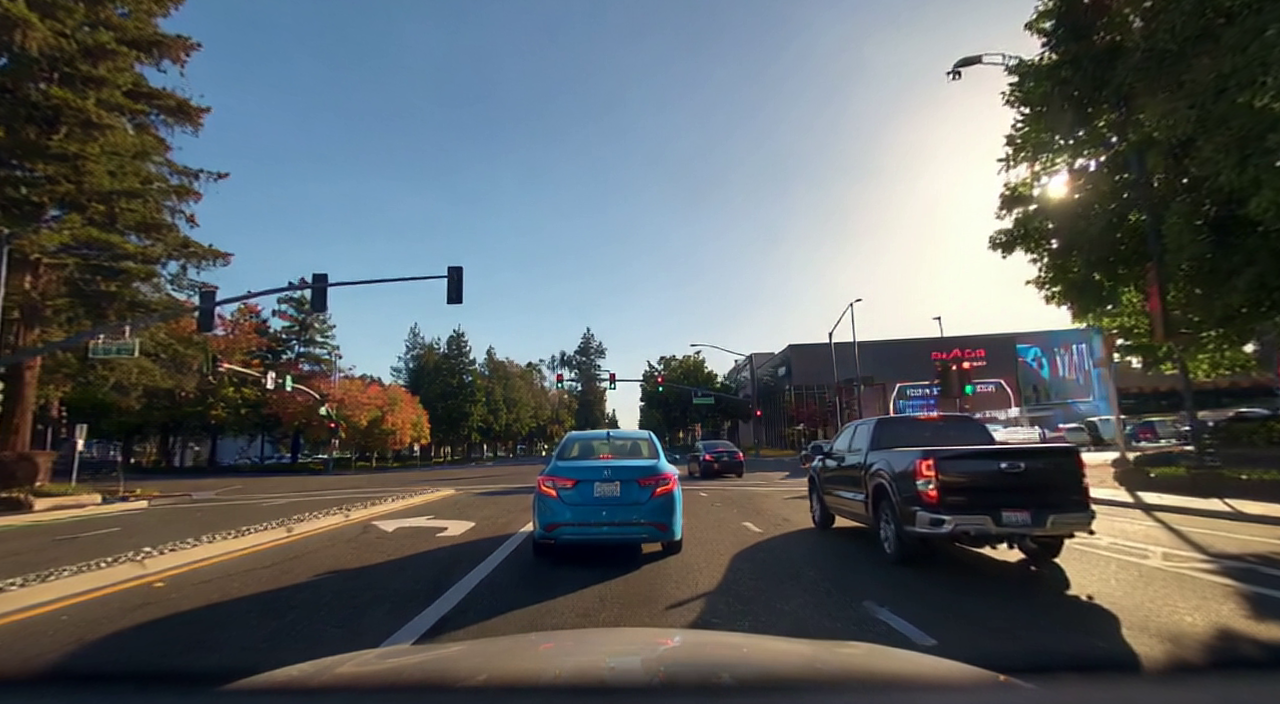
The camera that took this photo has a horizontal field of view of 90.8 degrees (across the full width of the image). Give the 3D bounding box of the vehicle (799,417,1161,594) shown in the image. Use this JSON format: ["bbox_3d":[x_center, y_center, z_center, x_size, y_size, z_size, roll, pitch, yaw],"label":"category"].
[{"bbox_3d":[3.618,1.707,7.973,1.955,1.550,4.587,0,-8,-1],"label":"vehicle"}]

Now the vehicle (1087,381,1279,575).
[{"bbox_3d":[7.546,1.223,6.063,2.240,1.923,5.678,0,-8,-1],"label":"vehicle"}]

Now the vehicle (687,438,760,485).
[{"bbox_3d":[3.116,4.174,24.432,2.031,1.626,4.264,0,-8,-3],"label":"vehicle"}]

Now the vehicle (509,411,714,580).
[{"bbox_3d":[-0.294,1.711,8.239,2.037,1.674,3.693,0,-8,0],"label":"vehicle"}]
